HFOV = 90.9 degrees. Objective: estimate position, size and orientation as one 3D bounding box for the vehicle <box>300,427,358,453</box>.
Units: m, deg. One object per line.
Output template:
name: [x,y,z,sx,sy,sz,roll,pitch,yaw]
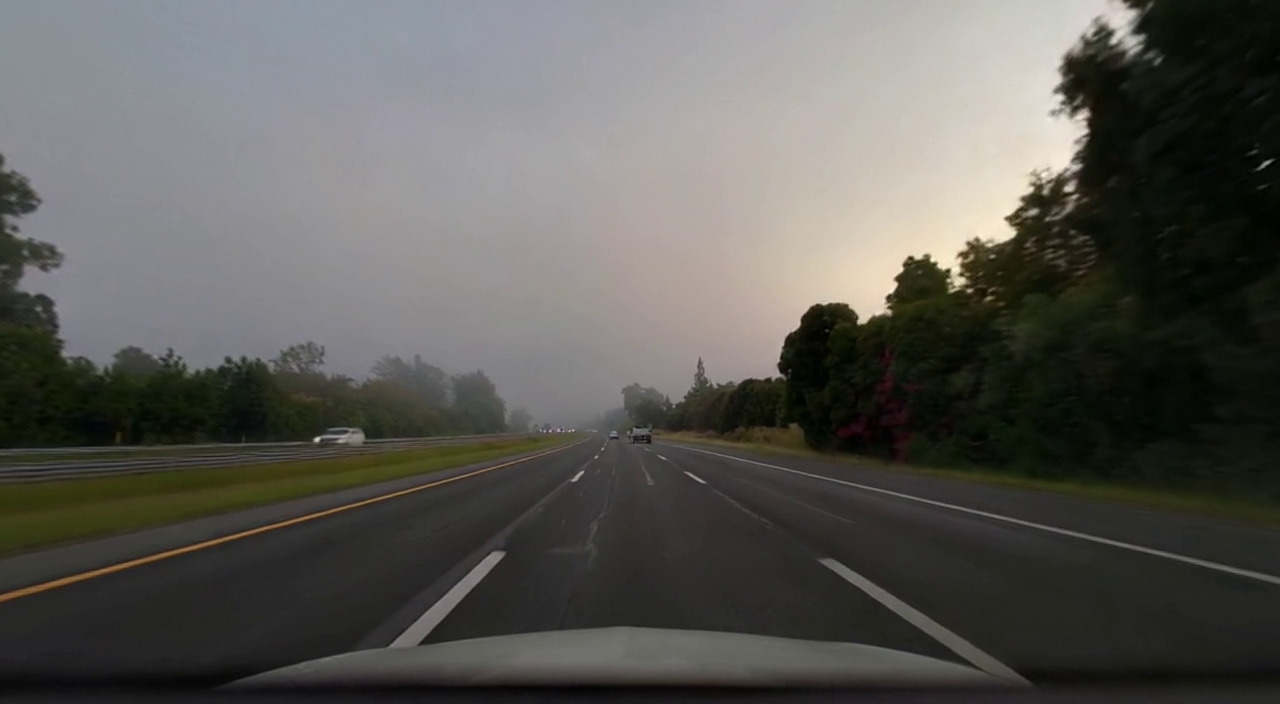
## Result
vehicle: [-20.046,5.686,40.817,1.893,1.548,4.202,1,-8,-4]
